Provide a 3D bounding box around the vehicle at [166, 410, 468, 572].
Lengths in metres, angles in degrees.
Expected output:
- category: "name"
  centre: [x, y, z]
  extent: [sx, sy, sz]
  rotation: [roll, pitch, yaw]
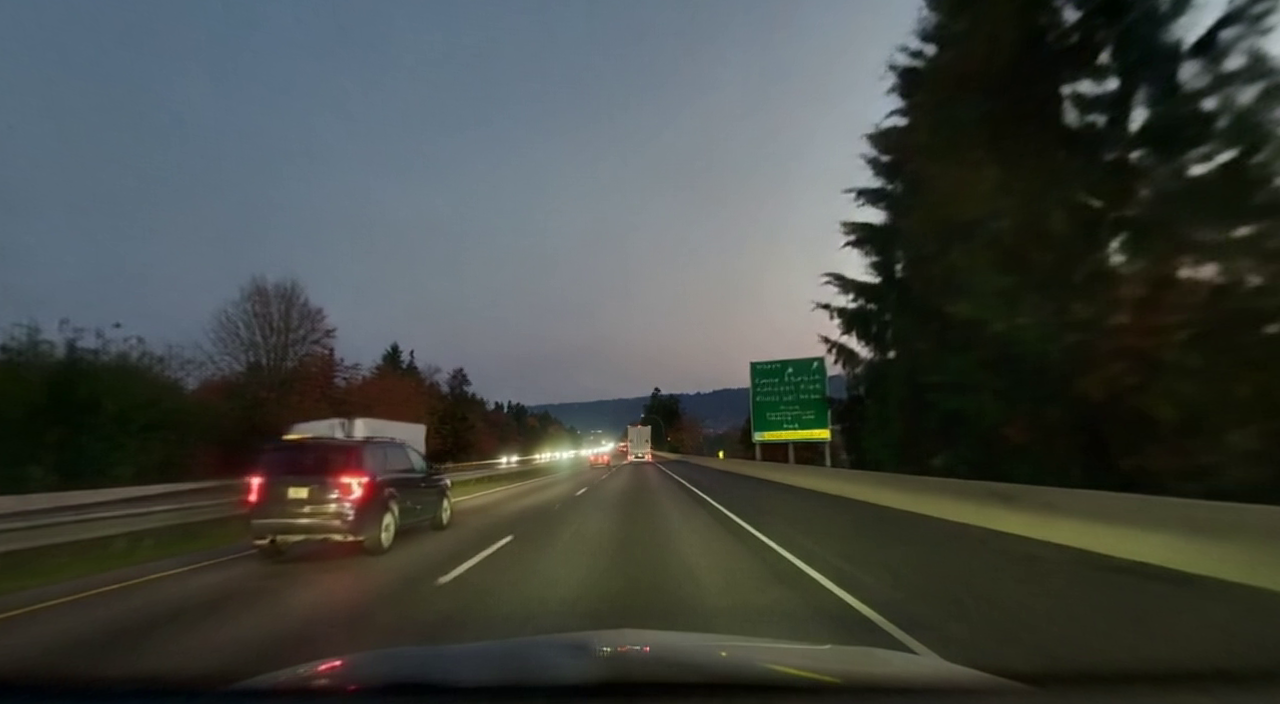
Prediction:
- category: "vehicle"
  centre: [-4.370, 1.966, 9.661]
  extent: [2.079, 1.845, 4.654]
  rotation: [0, -9, 1]
